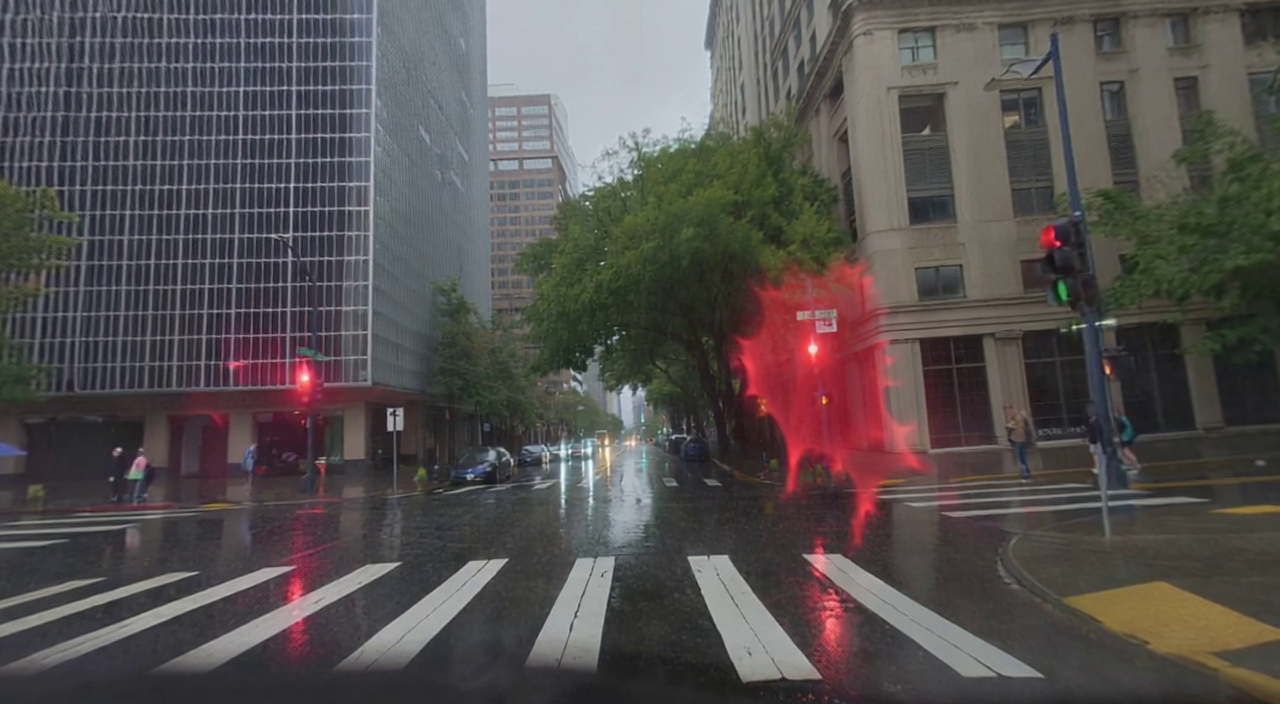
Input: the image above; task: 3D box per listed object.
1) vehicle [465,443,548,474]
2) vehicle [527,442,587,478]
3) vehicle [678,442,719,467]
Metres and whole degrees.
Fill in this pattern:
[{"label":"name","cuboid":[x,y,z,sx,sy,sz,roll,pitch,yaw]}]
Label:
[{"label":"vehicle","cuboid":[-8.011,6.363,38.025,4.526,1.726,1.963,8,-12,-44]},{"label":"vehicle","cuboid":[-3.658,4.836,28.604,1.989,1.481,4.500,0,-8,1]},{"label":"vehicle","cuboid":[3.549,6.280,38.871,1.853,1.426,4.160,1,-8,-3]}]
